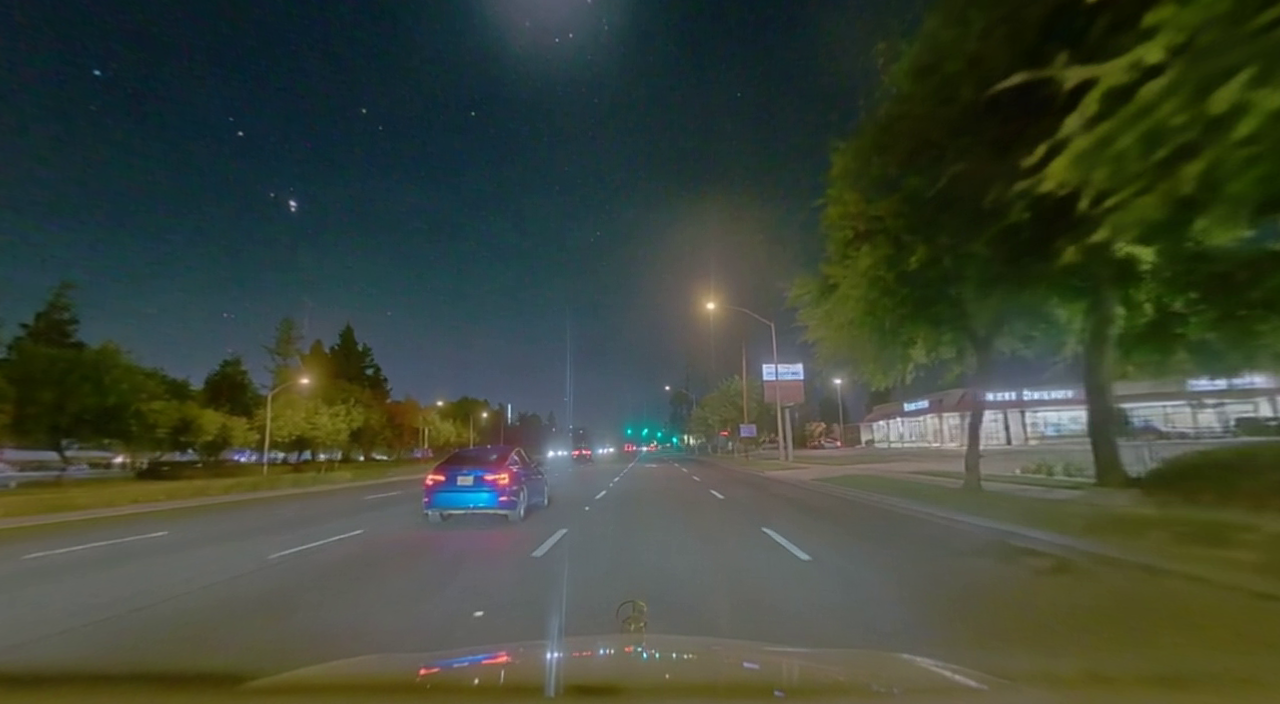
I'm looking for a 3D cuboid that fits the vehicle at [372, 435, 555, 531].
[{"bbox_3d":[-3.068,2.389,12.123,2.152,1.479,4.394,0,-9,2],"label":"vehicle"}]
